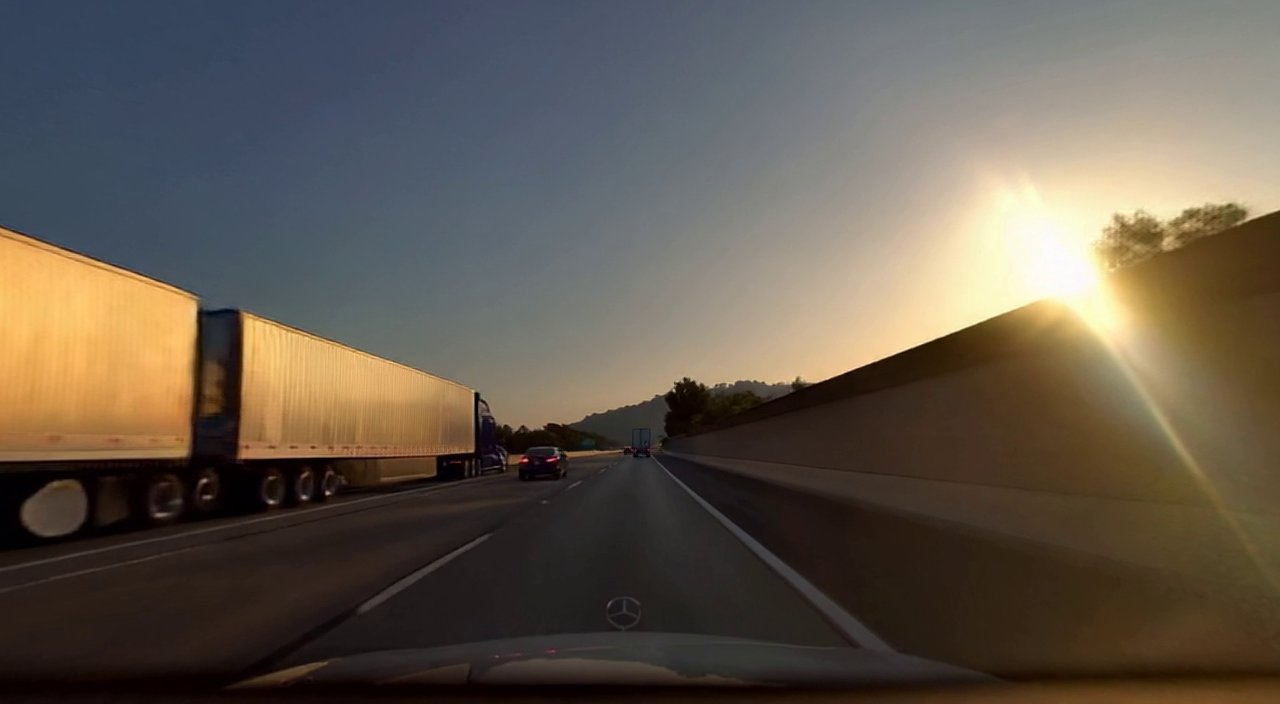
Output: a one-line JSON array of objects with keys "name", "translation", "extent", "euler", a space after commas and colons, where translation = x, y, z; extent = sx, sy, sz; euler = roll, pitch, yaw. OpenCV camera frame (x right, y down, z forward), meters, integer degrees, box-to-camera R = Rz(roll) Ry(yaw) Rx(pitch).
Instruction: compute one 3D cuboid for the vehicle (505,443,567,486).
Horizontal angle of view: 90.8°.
[{"name": "vehicle", "translation": [-4.062, 4.427, 25.196], "extent": [1.880, 1.569, 3.714], "euler": [0, -9, -1]}]
